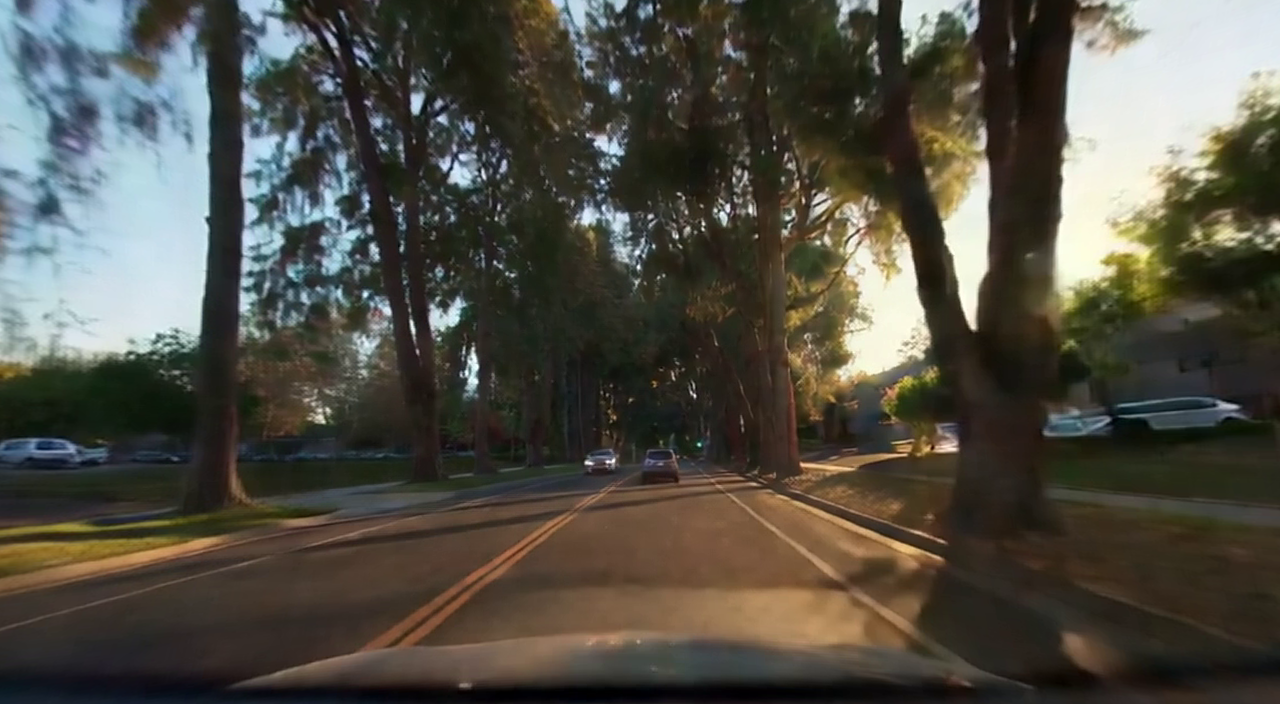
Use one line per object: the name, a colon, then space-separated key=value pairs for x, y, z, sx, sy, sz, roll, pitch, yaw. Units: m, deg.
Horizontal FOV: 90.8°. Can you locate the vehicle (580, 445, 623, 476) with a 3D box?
vehicle: x=-2.267 y=6.523 z=38.242 sx=2.078 sy=1.720 sz=3.822 roll=-1 pitch=-8 yaw=4

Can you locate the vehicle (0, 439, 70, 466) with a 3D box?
vehicle: x=-45.522 y=7.306 z=45.823 sx=2.560 sy=1.858 sz=5.752 roll=-4 pitch=-9 yaw=7

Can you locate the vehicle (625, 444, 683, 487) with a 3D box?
vehicle: x=0.660 y=4.587 z=25.850 sx=2.152 sy=1.574 sz=4.223 roll=-1 pitch=-8 yaw=4
